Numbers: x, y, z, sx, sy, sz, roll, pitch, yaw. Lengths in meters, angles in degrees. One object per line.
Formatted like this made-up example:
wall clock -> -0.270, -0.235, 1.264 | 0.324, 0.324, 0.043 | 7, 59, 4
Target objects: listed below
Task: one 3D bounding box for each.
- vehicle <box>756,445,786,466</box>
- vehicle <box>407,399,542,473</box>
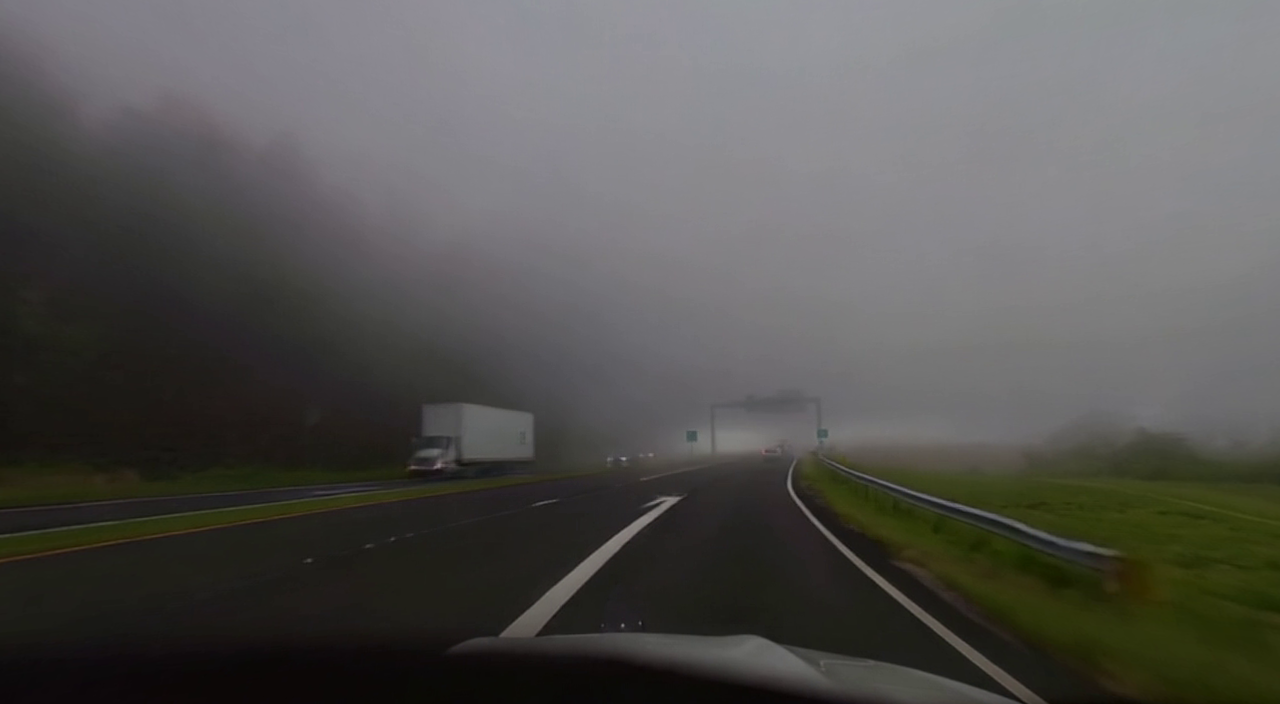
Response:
vehicle -> 9.312, 7.298, 44.581 | 1.807, 1.427, 3.645 | -3, -9, 16
vehicle -> -8.730, 4.774, 34.892 | 2.965, 3.507, 9.019 | -3, -9, 16
